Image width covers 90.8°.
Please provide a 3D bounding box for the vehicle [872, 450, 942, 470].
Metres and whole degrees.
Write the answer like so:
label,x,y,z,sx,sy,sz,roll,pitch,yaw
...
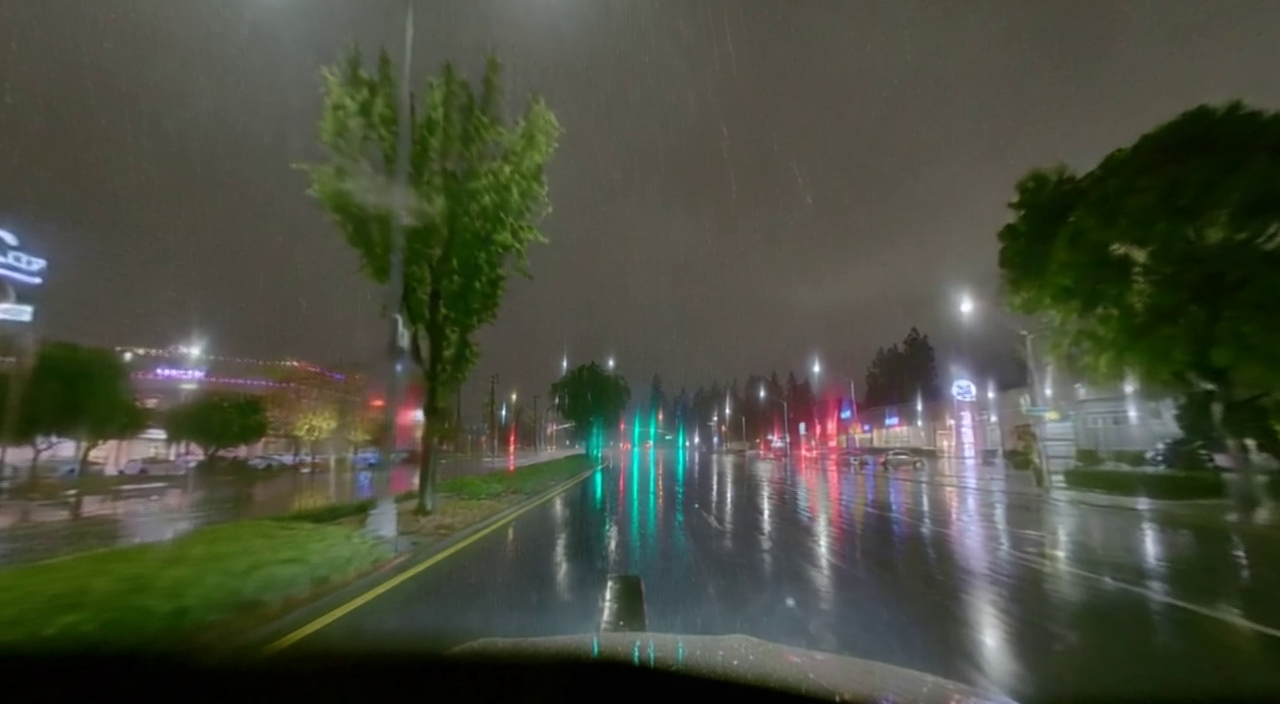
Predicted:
label,x,y,z,sx,sy,sz,roll,pitch,yaw
vehicle,20.468,8.309,48.606,4.500,1.456,1.962,0,-9,1
